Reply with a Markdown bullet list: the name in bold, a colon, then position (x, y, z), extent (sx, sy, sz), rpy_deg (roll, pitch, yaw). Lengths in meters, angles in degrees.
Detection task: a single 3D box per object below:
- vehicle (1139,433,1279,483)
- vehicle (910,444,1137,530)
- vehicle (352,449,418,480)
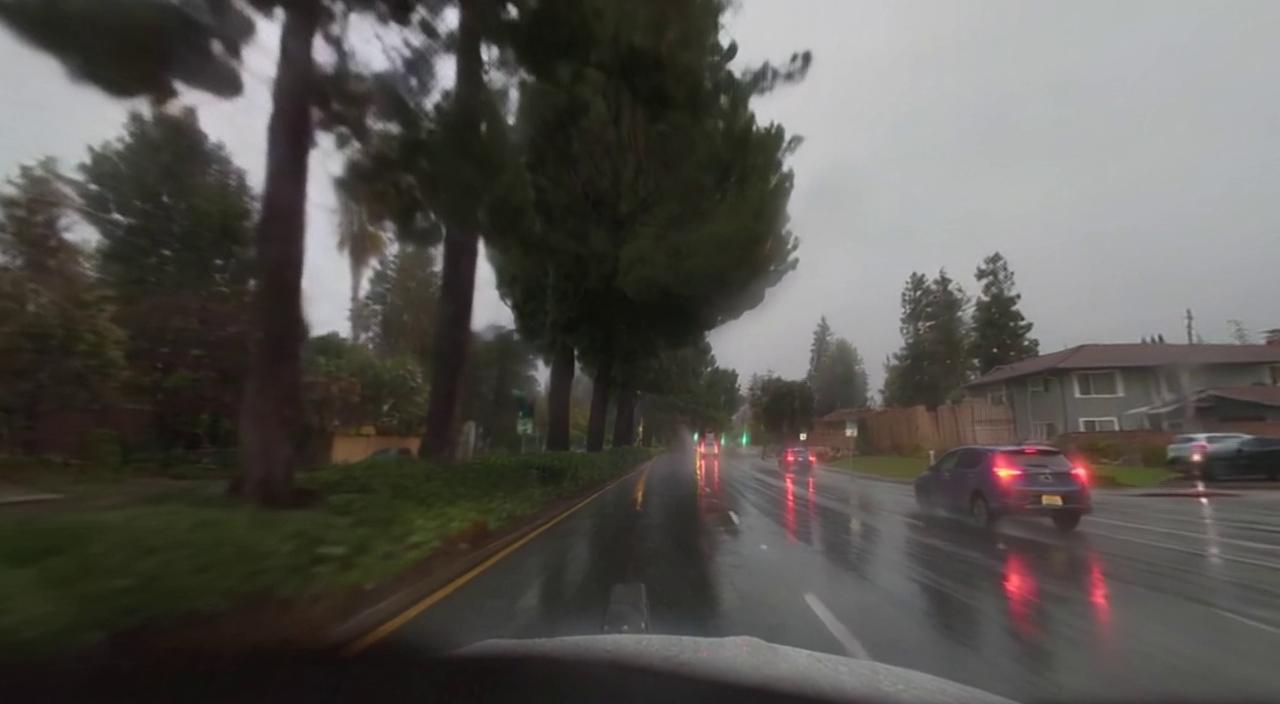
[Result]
- **vehicle**: position (21.521, 3.911, 23.531), extent (2.011, 1.661, 4.712), rpy_deg (0, -8, 2)
- **vehicle**: position (7.486, 2.621, 12.971), extent (1.855, 1.444, 4.389), rpy_deg (0, -8, -1)
- **vehicle**: position (-15.694, 6.916, 39.051), extent (2.026, 1.690, 4.656), rpy_deg (0, -8, 2)
